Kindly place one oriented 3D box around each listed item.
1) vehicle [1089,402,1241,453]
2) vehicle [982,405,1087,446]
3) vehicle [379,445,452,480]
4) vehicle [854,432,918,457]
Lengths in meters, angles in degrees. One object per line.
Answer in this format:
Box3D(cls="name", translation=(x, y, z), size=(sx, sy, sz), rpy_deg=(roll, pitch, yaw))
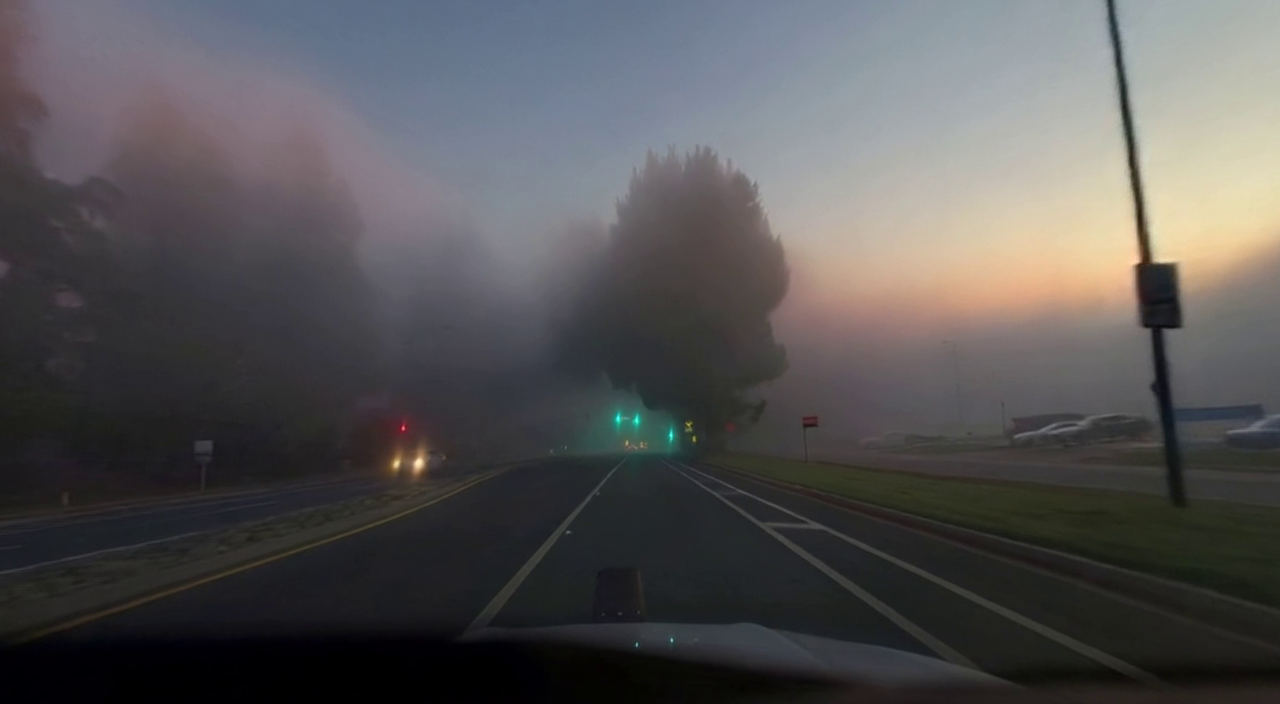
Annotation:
Box3D(cls="vehicle", translation=(22.301, 3.242, 26.973), size=(4.579, 1.710, 2.020), rpy_deg=(-4, -8, -2))
Box3D(cls="vehicle", translation=(22.649, 4.238, 36.359), size=(4.512, 1.837, 2.059), rpy_deg=(-6, -8, -2))
Box3D(cls="vehicle", translation=(-11.451, 5.645, 32.545), size=(1.999, 1.618, 4.217), rpy_deg=(-1, -8, 3))
Box3D(cls="vehicle", translation=(15.467, 5.847, 40.016), size=(1.882, 1.446, 4.741), rpy_deg=(0, -8, -4))
